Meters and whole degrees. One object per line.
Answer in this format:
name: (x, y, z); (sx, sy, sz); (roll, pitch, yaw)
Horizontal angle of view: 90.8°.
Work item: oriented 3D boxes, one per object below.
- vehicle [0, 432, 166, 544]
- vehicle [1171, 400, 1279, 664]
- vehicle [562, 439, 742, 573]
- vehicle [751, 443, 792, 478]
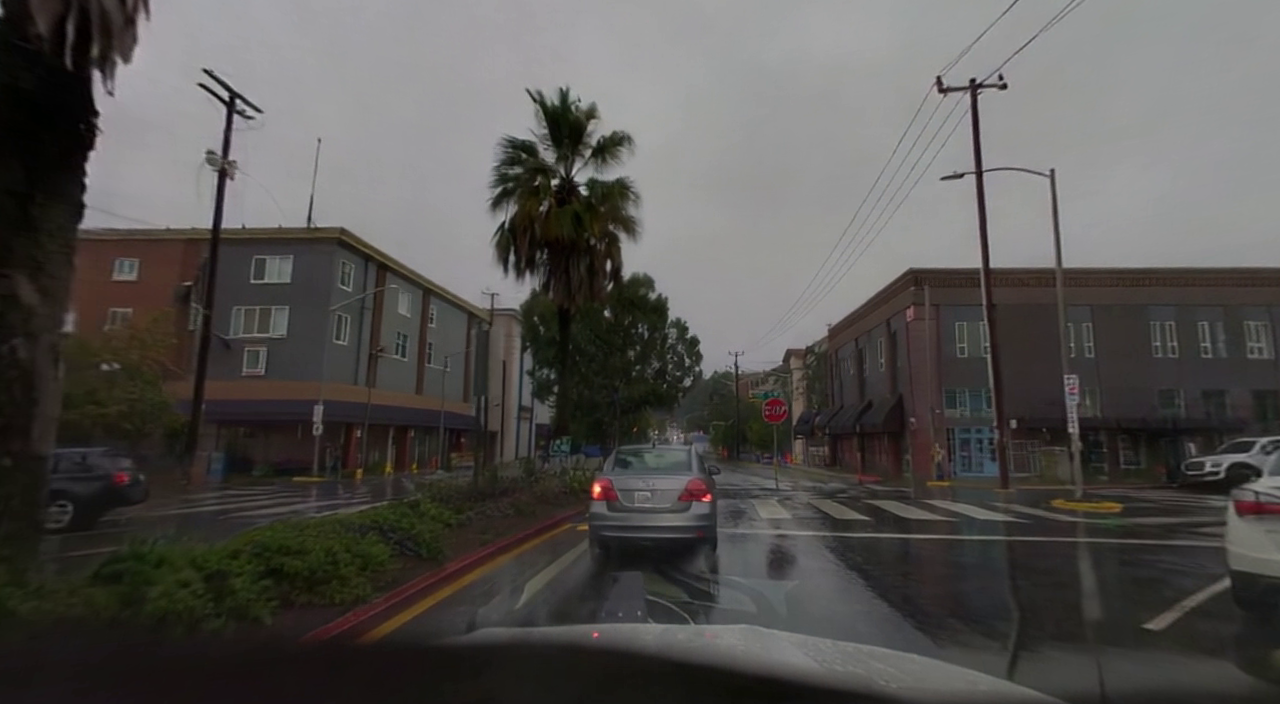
vehicle: (-10.792, 2.222, 10.528); (2.089, 1.731, 4.223); (-9, -12, 44)
vehicle: (6.091, 1.325, 5.263); (4.623, 1.650, 1.937); (8, -12, -44)
vehicle: (0.259, 2.035, 9.166); (2.031, 1.479, 3.969); (-1, -9, 4)
vehicle: (9.421, 7.723, 45.324); (2.467, 2.369, 1.577); (5, -9, -37)
